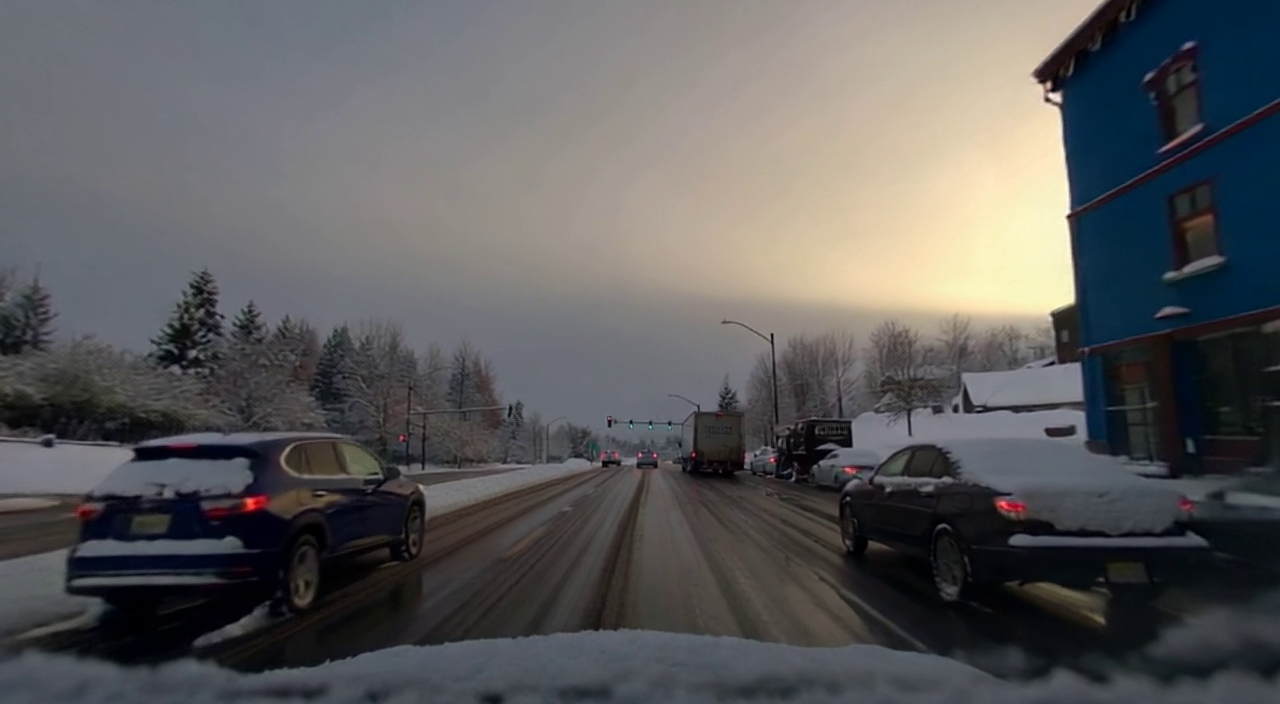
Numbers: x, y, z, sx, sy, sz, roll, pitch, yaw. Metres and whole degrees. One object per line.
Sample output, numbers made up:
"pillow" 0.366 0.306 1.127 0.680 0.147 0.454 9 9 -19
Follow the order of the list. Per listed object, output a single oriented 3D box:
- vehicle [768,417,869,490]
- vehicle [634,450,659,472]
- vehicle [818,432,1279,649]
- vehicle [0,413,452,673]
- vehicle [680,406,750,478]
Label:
"vehicle" 7.274 4.202 26.396 2.483 2.707 5.496 0 -9 -1
"vehicle" 0.505 8.385 48.686 1.846 1.528 4.348 0 -9 0
"vehicle" 3.649 1.654 6.824 1.915 1.449 4.970 0 -9 -1
"vehicle" -3.437 1.486 6.098 1.751 1.540 4.481 0 -9 1
"vehicle" 4.207 5.446 38.046 3.003 3.680 10.684 0 -9 0
